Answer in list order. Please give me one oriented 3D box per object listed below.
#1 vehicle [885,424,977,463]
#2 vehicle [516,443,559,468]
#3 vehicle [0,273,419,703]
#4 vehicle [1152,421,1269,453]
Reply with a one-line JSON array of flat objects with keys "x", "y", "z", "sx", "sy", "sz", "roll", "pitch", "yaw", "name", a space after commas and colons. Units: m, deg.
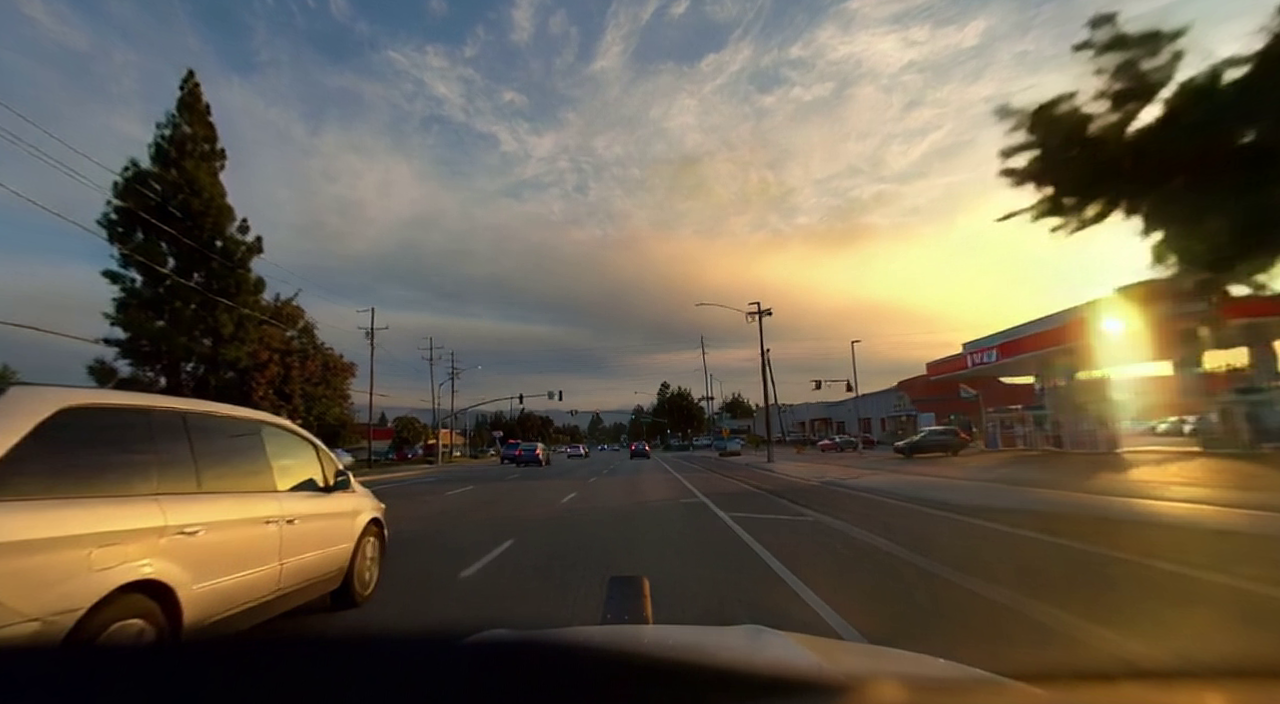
[{"x": 16.108, "y": 5.131, "z": 35.295, "sx": 2.178, "sy": 1.911, "sz": 5.852, "roll": -1, "pitch": -8, "yaw": -2, "name": "vehicle"}, {"x": -6.537, "y": 6.636, "z": 40.544, "sx": 1.960, "sy": 1.468, "sz": 4.345, "roll": 0, "pitch": -8, "yaw": 1, "name": "vehicle"}, {"x": -3.163, "y": 0.883, "z": 3.458, "sx": 2.190, "sy": 1.844, "sz": 4.751, "roll": 0, "pitch": -8, "yaw": 0, "name": "vehicle"}, {"x": 31.097, "y": 4.706, "z": 34.441, "sx": 1.883, "sy": 1.605, "sz": 4.459, "roll": 8, "pitch": -13, "yaw": -44, "name": "vehicle"}]
